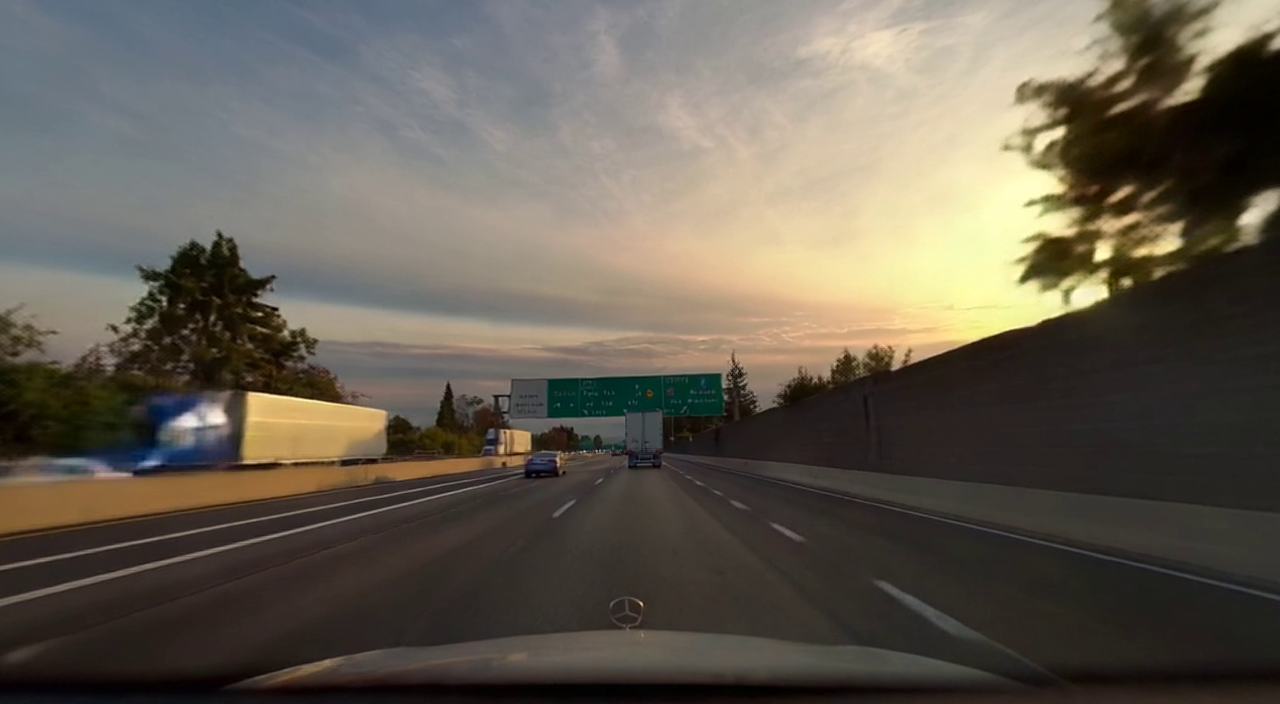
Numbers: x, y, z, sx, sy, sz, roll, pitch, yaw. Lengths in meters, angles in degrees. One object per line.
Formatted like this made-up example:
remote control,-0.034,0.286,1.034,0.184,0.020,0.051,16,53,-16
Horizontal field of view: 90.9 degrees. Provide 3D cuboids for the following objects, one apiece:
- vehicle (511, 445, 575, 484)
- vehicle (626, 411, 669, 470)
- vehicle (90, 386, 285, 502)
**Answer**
vehicle,-4.077,4.787,27.248,1.974,1.531,4.429,0,-9,1
vehicle,0.581,6.940,48.955,2.980,4.051,10.359,0,-9,1
vehicle,-17.021,3.556,24.378,2.987,3.918,5.823,0,-9,0
